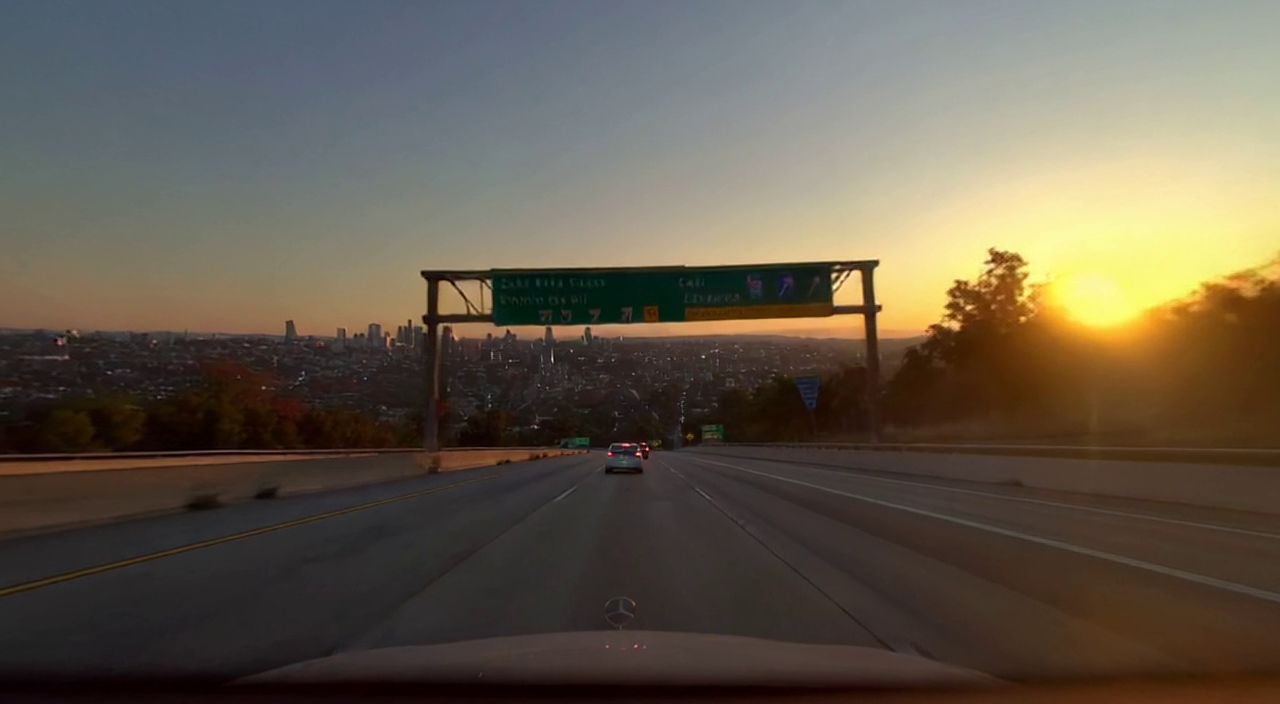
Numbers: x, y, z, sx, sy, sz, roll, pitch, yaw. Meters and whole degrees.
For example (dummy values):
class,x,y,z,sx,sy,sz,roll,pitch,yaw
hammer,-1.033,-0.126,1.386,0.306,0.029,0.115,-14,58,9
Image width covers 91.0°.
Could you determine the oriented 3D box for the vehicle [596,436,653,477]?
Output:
class,x,y,z,sx,sy,sz,roll,pitch,yaw
vehicle,-0.589,4.308,26.119,2.147,1.576,3.964,0,-8,0
